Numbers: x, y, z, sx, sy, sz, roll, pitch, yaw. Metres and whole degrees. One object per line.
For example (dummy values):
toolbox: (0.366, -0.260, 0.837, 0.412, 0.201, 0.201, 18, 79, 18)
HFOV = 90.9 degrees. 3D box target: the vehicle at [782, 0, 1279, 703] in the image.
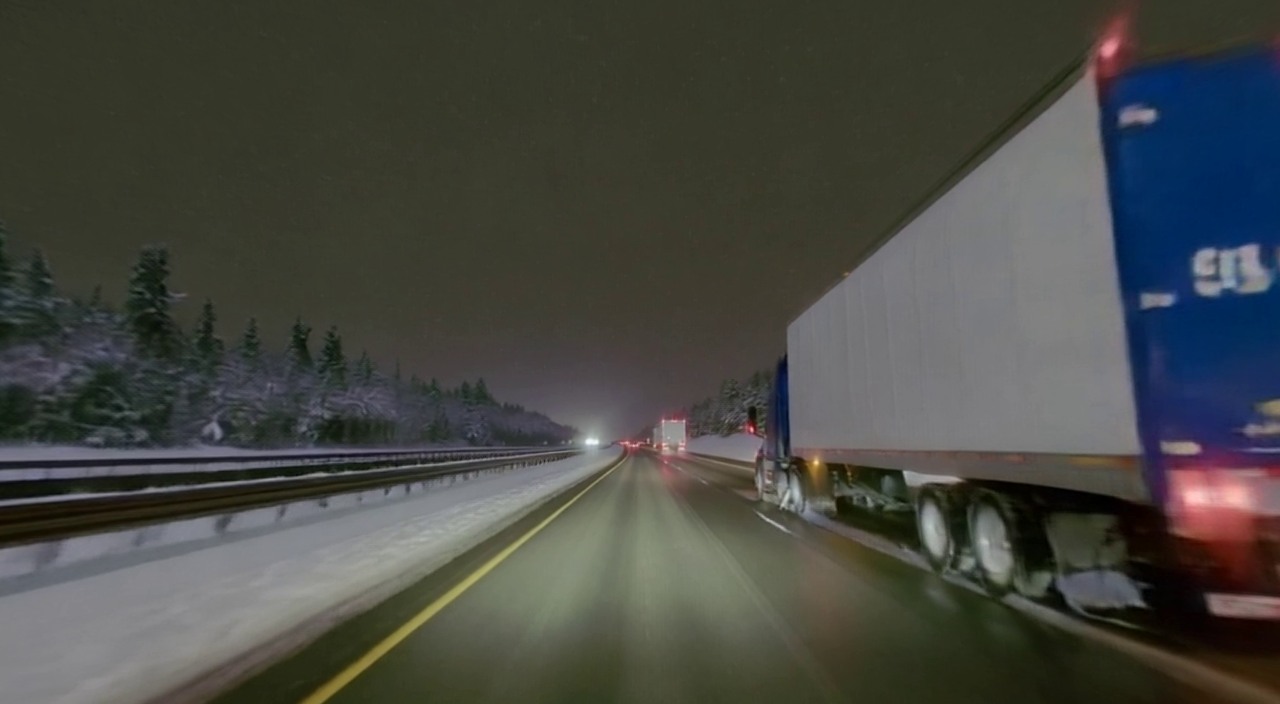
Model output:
vehicle: (4.556, 0.672, 8.199, 3.107, 3.718, 10.231, 0, -9, 0)
